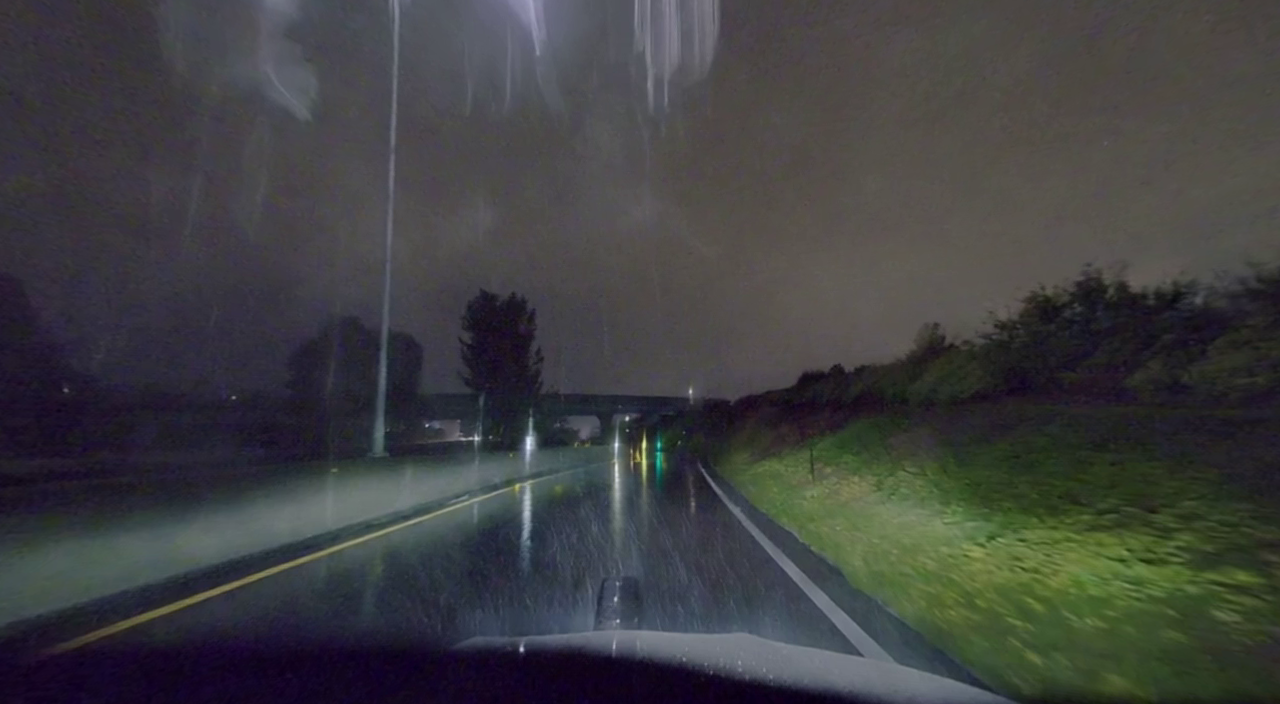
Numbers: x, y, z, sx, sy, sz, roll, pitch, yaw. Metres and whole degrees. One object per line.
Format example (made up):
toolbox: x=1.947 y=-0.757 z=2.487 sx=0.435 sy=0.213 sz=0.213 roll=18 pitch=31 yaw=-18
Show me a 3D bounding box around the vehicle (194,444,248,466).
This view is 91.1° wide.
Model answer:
vehicle: x=-31.963 y=7.821 z=48.096 sx=1.958 sy=1.562 sz=4.494 roll=2 pitch=-8 yaw=-14
